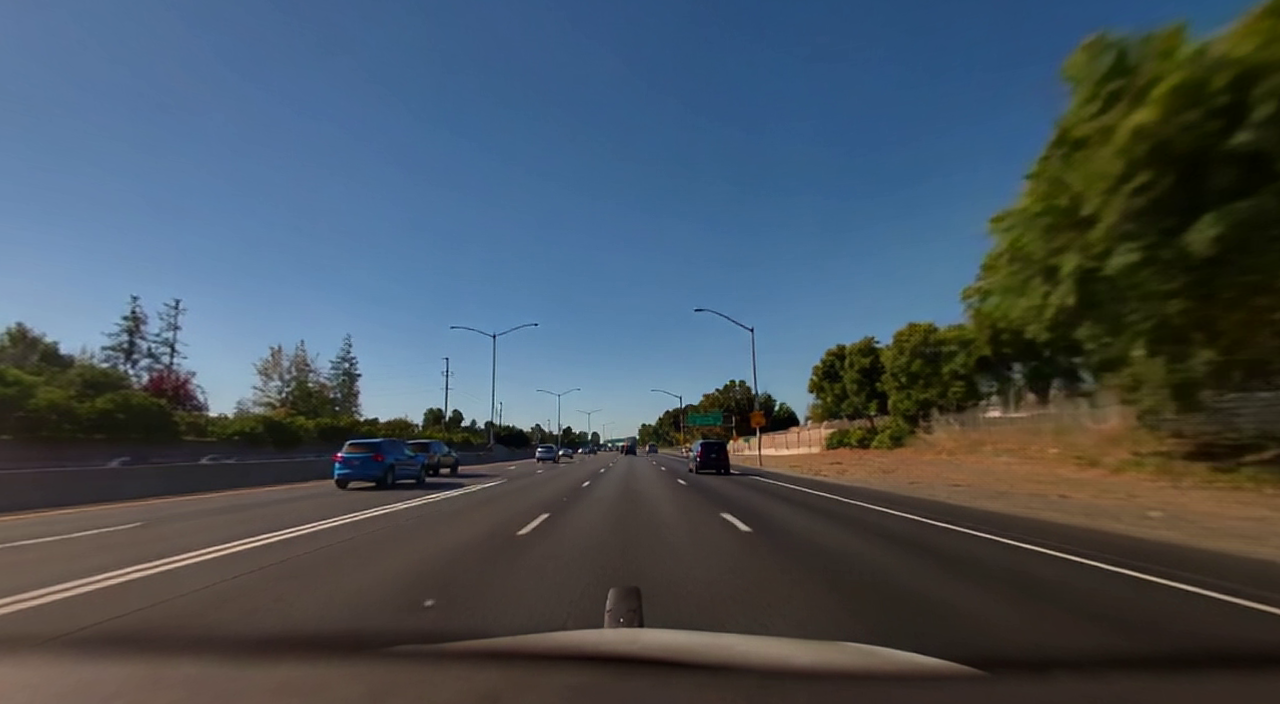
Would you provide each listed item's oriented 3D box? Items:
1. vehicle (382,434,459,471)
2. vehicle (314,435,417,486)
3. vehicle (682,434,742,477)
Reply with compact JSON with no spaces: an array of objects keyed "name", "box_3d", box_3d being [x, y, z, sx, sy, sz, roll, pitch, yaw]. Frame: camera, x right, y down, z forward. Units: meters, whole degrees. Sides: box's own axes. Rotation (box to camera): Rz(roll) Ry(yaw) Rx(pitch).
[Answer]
[{"name":"vehicle","box_3d":[-14.584,6.738,42.381,2.736,2.262,6.533,0,-8,1]},{"name":"vehicle","box_3d":[-11.166,4.429,26.056,2.137,1.873,4.687,0,-8,0]},{"name":"vehicle","box_3d":[3.325,4.897,30.096,2.184,1.892,4.763,0,-8,-1]}]
